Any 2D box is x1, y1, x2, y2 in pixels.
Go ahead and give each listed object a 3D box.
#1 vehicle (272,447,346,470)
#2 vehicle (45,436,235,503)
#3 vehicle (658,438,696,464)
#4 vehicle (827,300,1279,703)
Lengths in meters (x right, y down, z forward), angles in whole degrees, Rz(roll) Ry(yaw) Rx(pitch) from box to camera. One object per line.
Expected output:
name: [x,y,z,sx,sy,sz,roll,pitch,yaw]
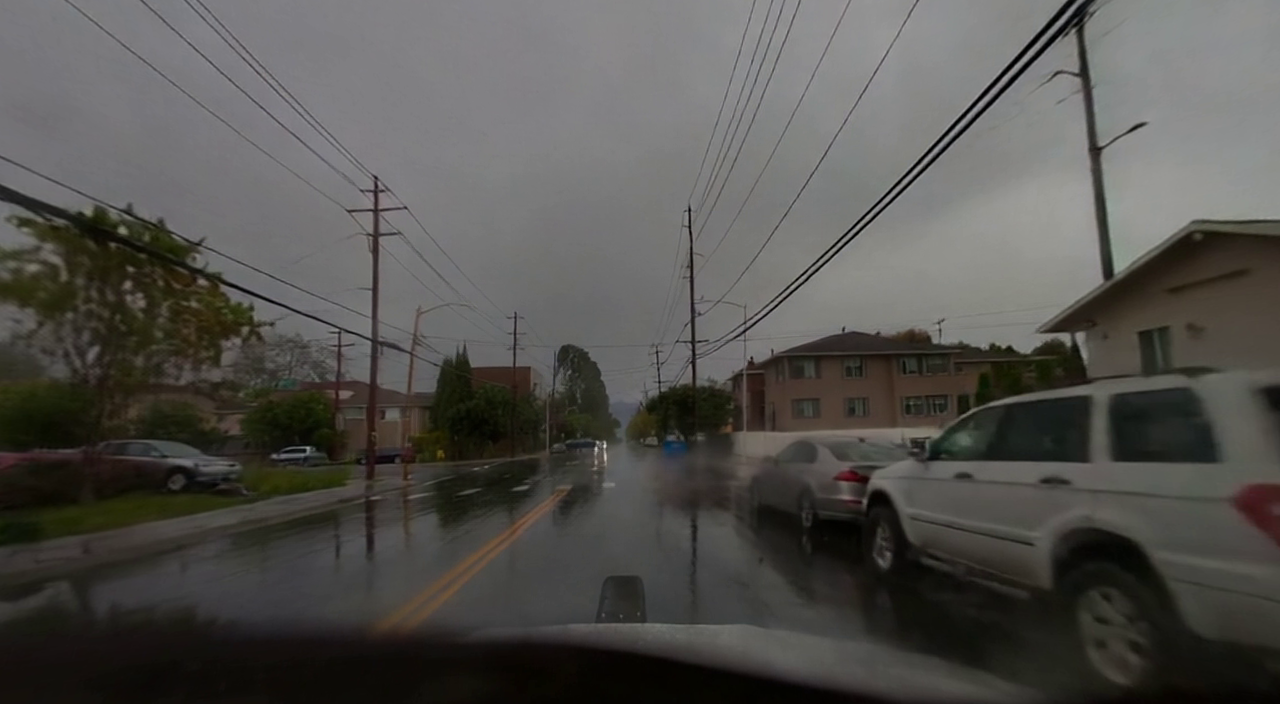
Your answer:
vehicle: [-25.157,8.118,48.200,1.814,1.462,4.703,-8,-9,30]
vehicle: [-16.888,3.932,21.615,4.822,1.868,2.015,3,-10,-38]
vehicle: [2.318,6.313,40.381,1.999,1.604,4.065,0,-9,-2]
vehicle: [3.164,1.047,4.335,2.146,1.781,4.634,0,-9,-3]
